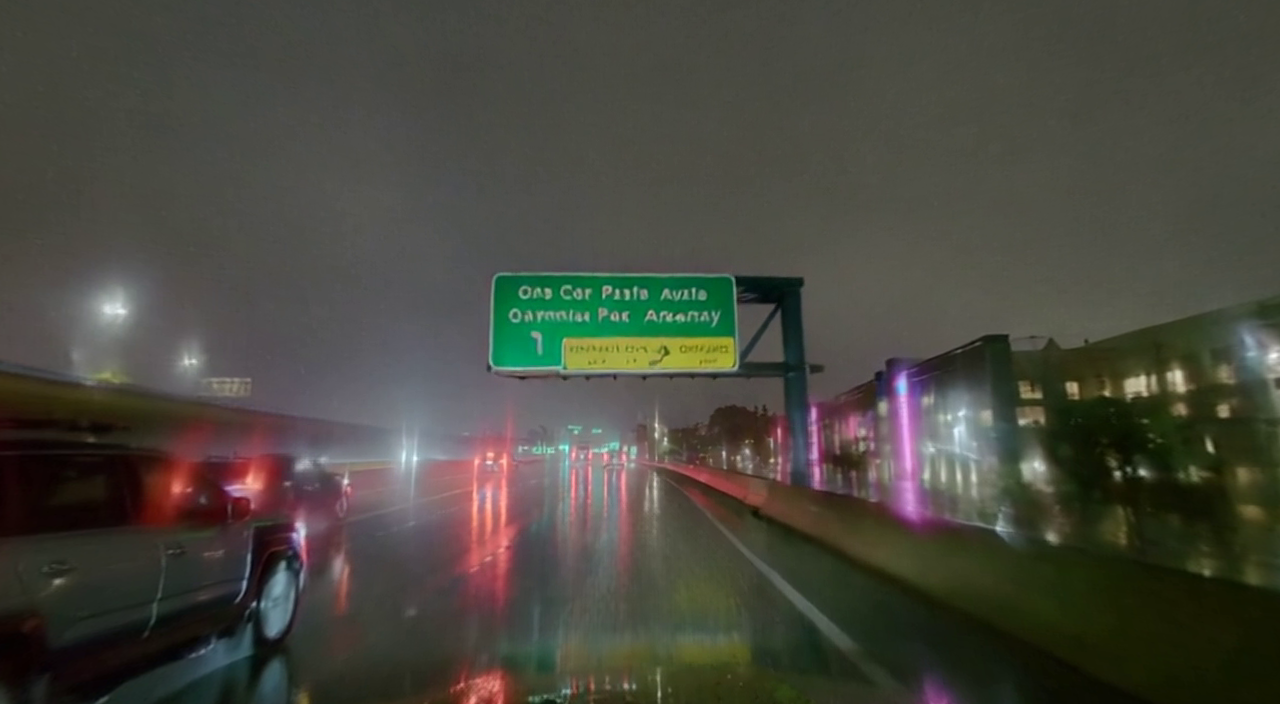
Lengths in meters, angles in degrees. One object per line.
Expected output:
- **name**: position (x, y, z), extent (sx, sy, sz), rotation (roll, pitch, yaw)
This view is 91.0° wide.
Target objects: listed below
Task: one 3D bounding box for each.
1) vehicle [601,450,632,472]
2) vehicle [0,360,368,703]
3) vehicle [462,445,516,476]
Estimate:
- **vehicle**: position (-1.677, 7.724, 44.874), extent (2.110, 1.501, 4.319), rotation (0, -9, -2)
- **vehicle**: position (-3.587, 1.048, 3.495), extent (2.036, 1.717, 4.592), rotation (0, -9, 1)
- **vehicle**: position (-8.657, 6.264, 36.557), extent (2.065, 1.689, 4.399), rotation (0, -9, -1)
